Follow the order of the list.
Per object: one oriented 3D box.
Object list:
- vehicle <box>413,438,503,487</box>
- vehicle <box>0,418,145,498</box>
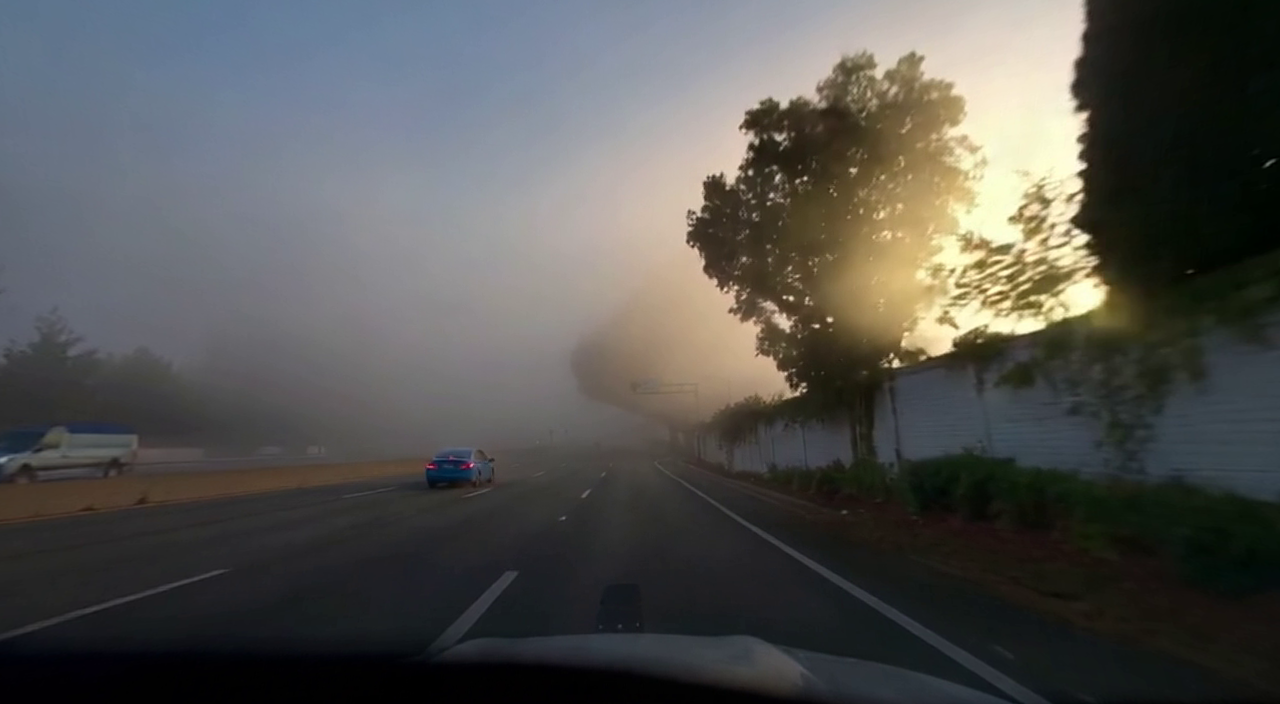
[{"bbox_3d":[-6.962,4.276,24.791,2.115,1.711,4.722,0,-9,0],"label":"vehicle"},{"bbox_3d":[-26.463,4.683,28.375,2.778,3.125,7.002,0,-9,-1],"label":"vehicle"}]
